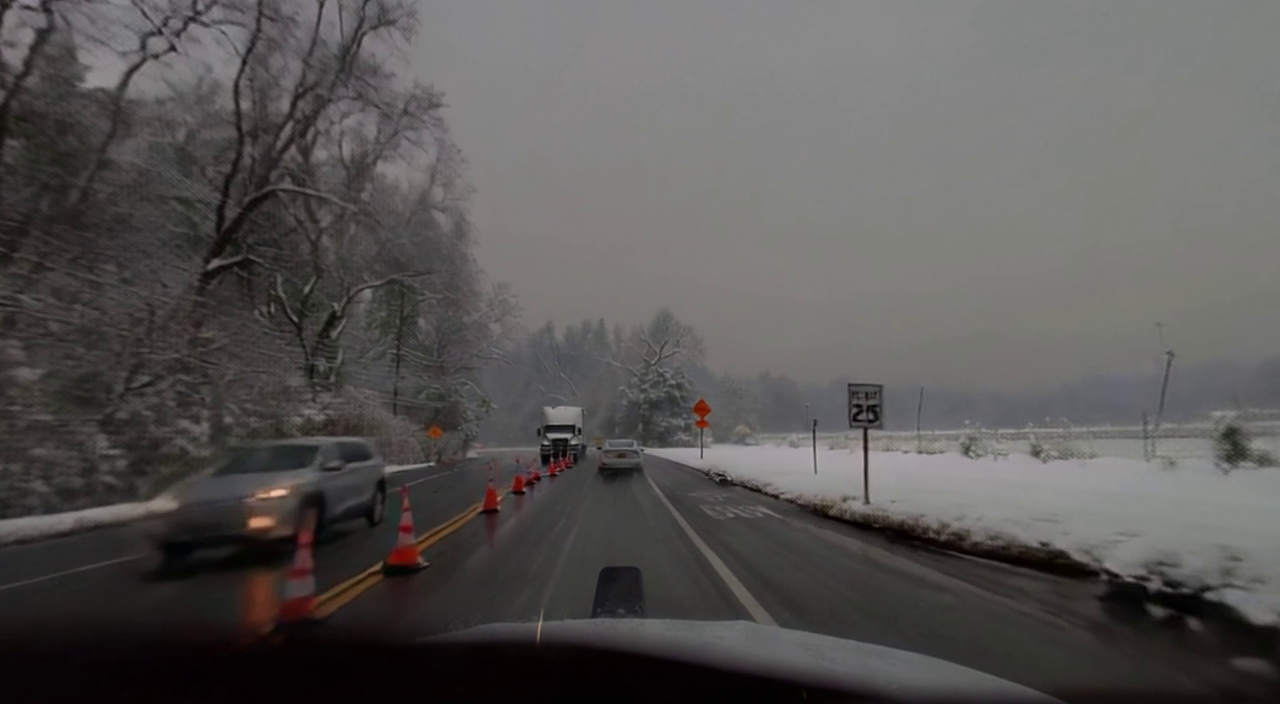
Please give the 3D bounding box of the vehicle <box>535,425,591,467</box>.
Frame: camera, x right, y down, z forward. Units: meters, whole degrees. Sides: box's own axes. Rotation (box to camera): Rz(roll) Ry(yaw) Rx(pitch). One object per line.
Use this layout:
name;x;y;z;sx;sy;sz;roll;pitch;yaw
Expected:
vehicle;-4.074;5.021;33.814;2.671;2.053;6.074;1;-8;-6

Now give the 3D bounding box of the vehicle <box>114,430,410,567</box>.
vehicle;-4.962;1.931;9.161;2.019;1.492;4.091;1;-8;-5

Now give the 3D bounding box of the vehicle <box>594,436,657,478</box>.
vehicle;-0.583;4.001;24.287;2.186;1.463;4.356;0;-8;-2
